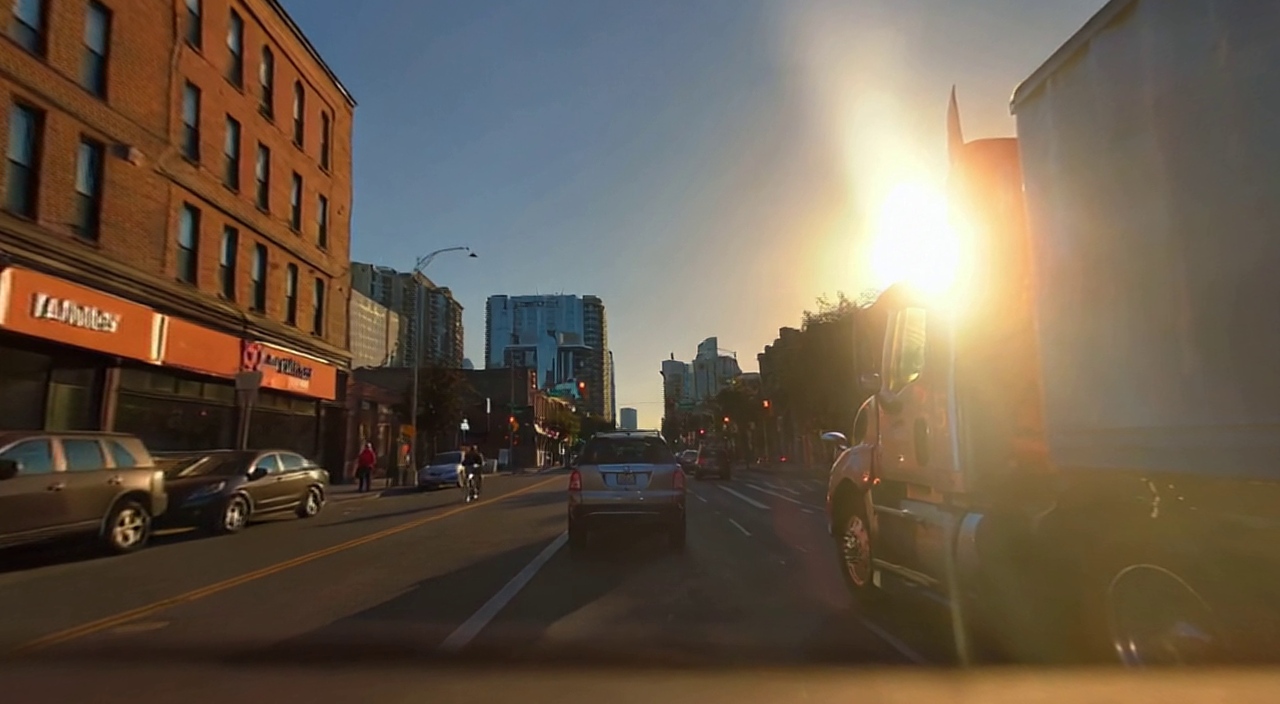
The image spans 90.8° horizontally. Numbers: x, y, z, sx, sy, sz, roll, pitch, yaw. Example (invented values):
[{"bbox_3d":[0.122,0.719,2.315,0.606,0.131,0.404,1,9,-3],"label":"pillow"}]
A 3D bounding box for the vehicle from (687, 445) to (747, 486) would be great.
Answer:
[{"bbox_3d":[3.355,5.046,28.425,2.159,1.696,4.316,0,-9,0],"label":"vehicle"}]

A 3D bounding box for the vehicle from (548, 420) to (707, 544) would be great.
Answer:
[{"bbox_3d":[-0.192,2.231,11.502,2.283,1.783,4.548,0,-9,0],"label":"vehicle"}]

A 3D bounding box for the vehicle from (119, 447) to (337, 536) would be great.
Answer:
[{"bbox_3d":[-8.842,2.976,14.144,1.896,1.652,4.269,0,-9,1],"label":"vehicle"}]

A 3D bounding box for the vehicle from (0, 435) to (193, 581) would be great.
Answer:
[{"bbox_3d":[-8.796,1.976,8.239,2.065,1.758,5.144,0,-9,1],"label":"vehicle"}]

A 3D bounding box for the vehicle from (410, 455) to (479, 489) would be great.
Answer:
[{"bbox_3d":[-8.700,5.360,28.523,1.805,1.379,4.359,0,-9,-1],"label":"vehicle"}]

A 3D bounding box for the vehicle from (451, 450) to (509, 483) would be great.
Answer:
[{"bbox_3d":[-8.689,6.220,34.696,2.084,1.686,4.422,0,-9,-1],"label":"vehicle"}]

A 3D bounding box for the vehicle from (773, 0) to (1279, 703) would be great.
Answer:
[{"bbox_3d":[2.962,0.015,2.280,2.913,3.771,9.716,0,-9,1],"label":"vehicle"}]
